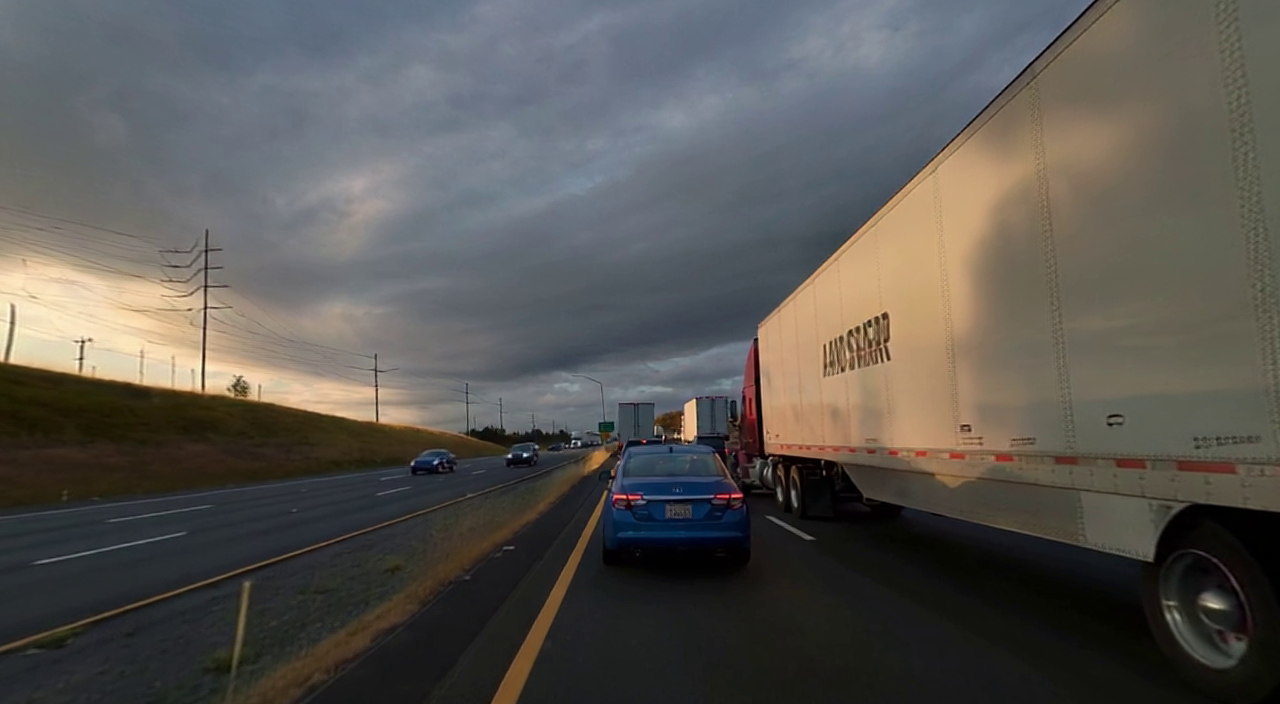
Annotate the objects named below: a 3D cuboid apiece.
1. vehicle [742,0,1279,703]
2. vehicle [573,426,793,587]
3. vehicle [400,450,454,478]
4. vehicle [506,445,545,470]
[{"bbox_3d":[4.155,0.355,7.387,3.138,4.065,14.276,0,-8,-2],"label":"vehicle"},{"bbox_3d":[0.329,1.694,7.718,2.045,1.446,3.597,0,-8,-2],"label":"vehicle"},{"bbox_3d":[-12.382,6.530,36.846,1.795,1.441,3.759,-1,-8,0],"label":"vehicle"},{"bbox_3d":[-8.274,7.618,45.773,1.991,1.629,4.259,-1,-8,0],"label":"vehicle"}]
